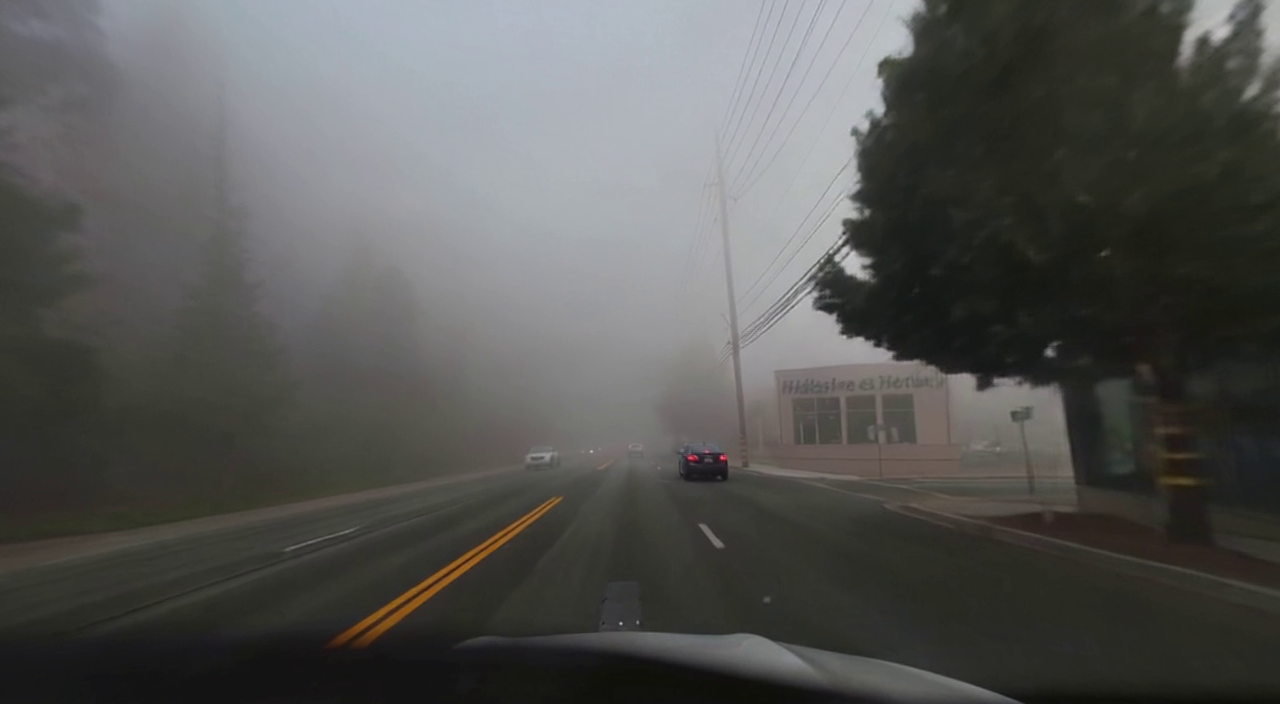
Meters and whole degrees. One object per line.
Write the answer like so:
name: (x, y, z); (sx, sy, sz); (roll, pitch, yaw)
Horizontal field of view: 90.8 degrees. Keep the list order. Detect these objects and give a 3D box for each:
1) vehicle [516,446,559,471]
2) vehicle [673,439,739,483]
vehicle: (-6.472, 6.769, 40.385); (2.069, 1.490, 4.254); (0, -9, 0)
vehicle: (2.360, 4.018, 23.588); (1.975, 1.497, 3.647); (0, -9, -2)
